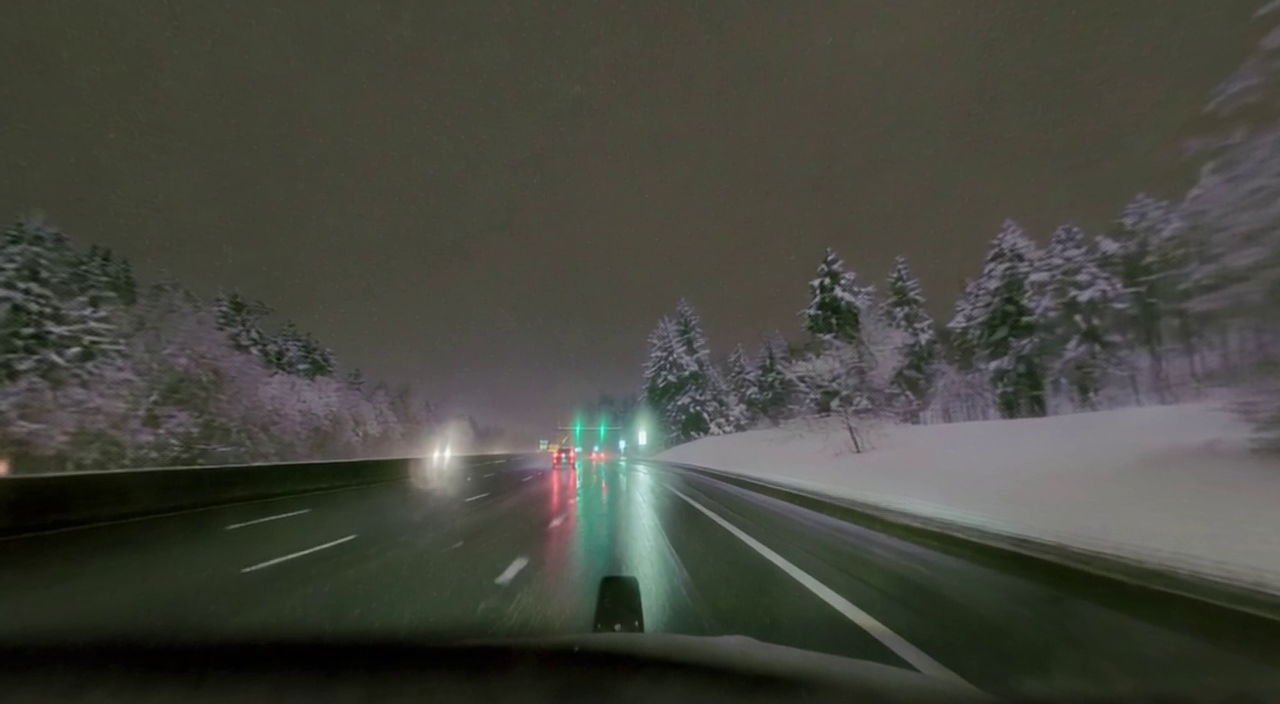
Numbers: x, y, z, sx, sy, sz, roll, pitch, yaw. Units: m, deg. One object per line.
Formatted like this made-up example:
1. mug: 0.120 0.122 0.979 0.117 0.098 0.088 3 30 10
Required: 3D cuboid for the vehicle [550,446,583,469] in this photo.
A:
1. vehicle: -5.349 7.746 46.114 2.248 1.619 3.848 0 -9 -4
